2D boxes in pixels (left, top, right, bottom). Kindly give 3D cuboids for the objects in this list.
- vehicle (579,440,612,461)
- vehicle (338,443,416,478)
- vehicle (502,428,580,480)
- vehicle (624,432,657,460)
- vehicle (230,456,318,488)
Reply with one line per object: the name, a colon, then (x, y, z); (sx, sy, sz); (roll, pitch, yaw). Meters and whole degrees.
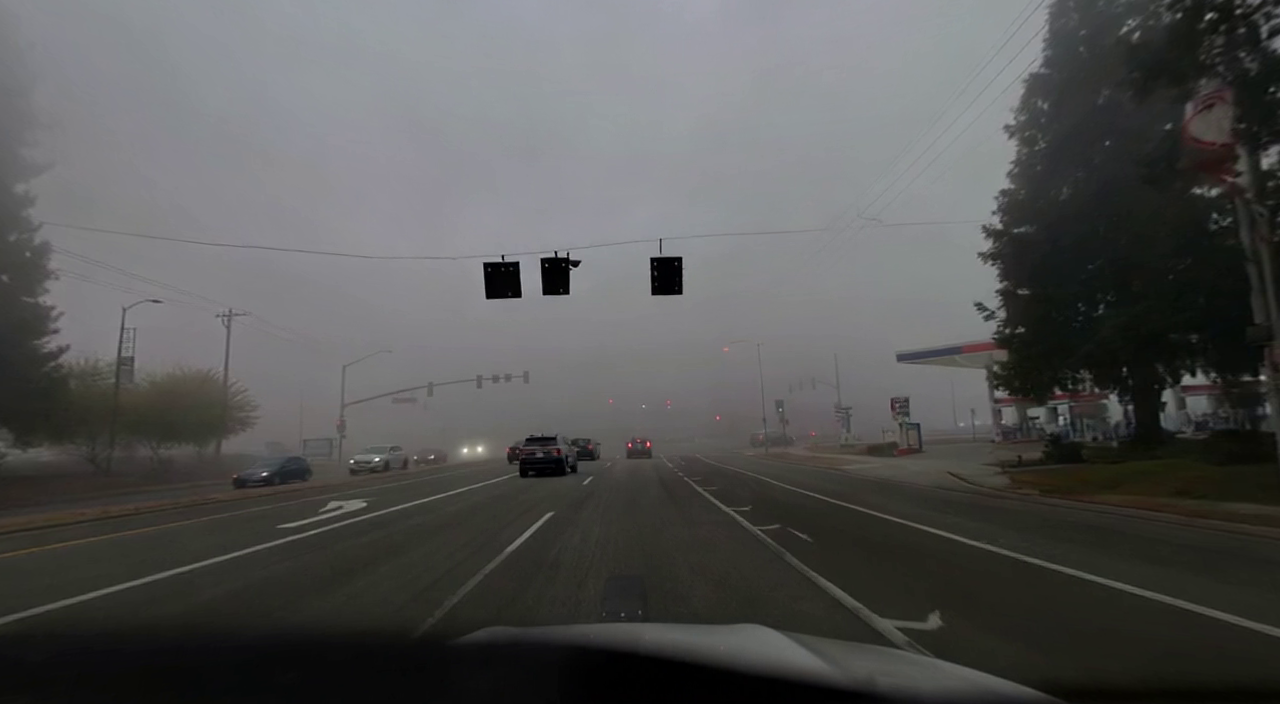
vehicle: (-3.085, 6.974, 44.835); (1.881, 1.424, 4.098); (0, -9, 2)
vehicle: (-13.450, 5.571, 32.679); (1.981, 1.671, 4.598); (0, -9, 1)
vehicle: (-3.506, 3.751, 23.293); (2.096, 1.718, 4.266); (0, -9, 1)
vehicle: (0.092, 6.616, 44.478); (2.224, 1.819, 5.005); (0, -9, 1)
vehicle: (-16.968, 5.566, 29.516); (1.765, 1.310, 3.824); (0, -9, 0)
